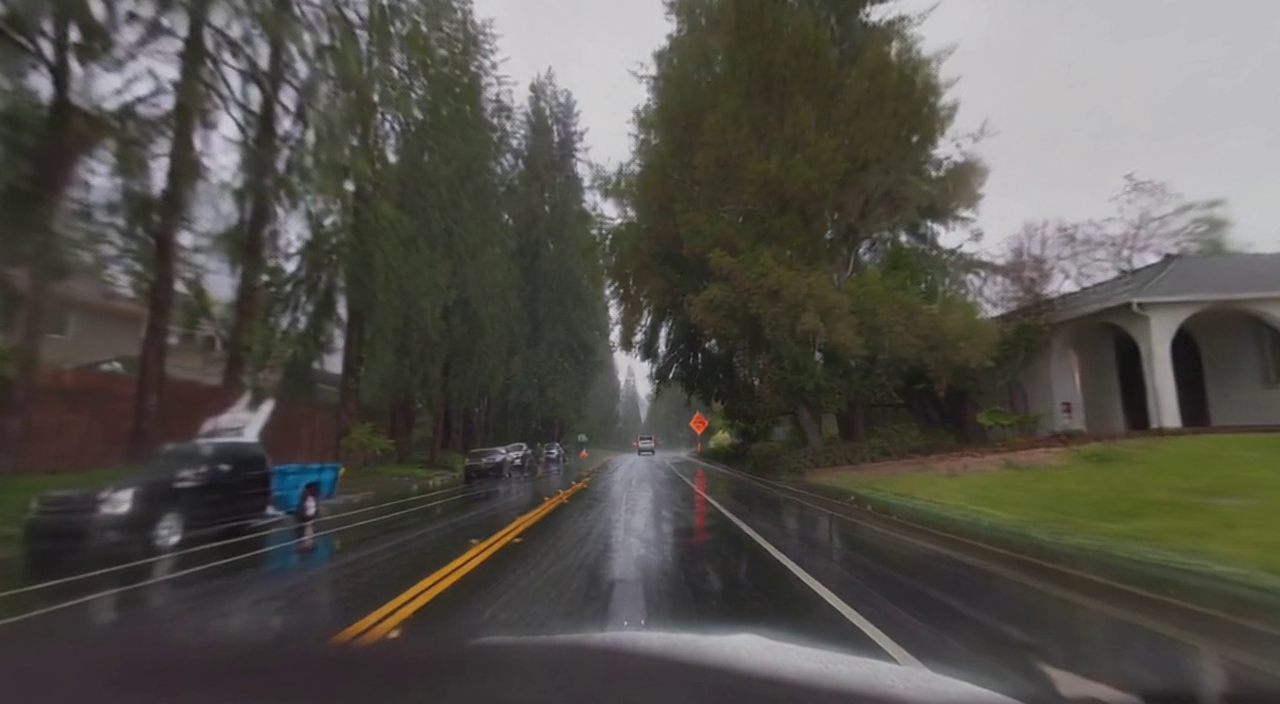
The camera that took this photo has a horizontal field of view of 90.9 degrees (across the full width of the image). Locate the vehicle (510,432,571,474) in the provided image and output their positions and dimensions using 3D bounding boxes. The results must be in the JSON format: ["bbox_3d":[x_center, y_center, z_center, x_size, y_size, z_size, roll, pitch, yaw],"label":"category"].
[{"bbox_3d":[-5.829,6.030,37.804,2.517,2.323,5.205,0,-8,3],"label":"vehicle"}]

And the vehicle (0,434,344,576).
[{"bbox_3d":[-8.353,2.637,12.331,2.422,1.855,6.165,-4,-7,-3],"label":"vehicle"}]

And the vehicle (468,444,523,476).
[{"bbox_3d":[-8.463,6.325,37.334,2.107,1.745,4.569,0,-8,1],"label":"vehicle"}]
